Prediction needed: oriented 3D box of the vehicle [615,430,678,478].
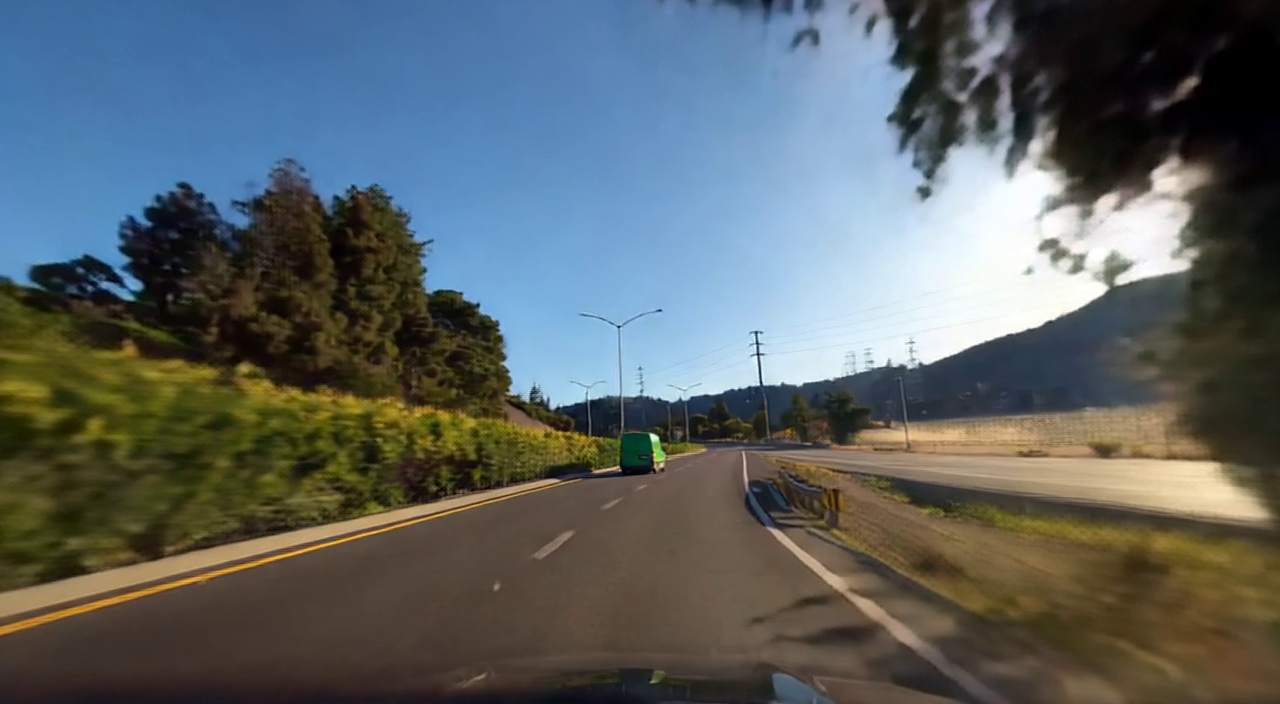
[{"bbox_3d":[0.383,4.705,29.145,2.270,2.023,4.632,-2,-9,9],"label":"vehicle"}]
